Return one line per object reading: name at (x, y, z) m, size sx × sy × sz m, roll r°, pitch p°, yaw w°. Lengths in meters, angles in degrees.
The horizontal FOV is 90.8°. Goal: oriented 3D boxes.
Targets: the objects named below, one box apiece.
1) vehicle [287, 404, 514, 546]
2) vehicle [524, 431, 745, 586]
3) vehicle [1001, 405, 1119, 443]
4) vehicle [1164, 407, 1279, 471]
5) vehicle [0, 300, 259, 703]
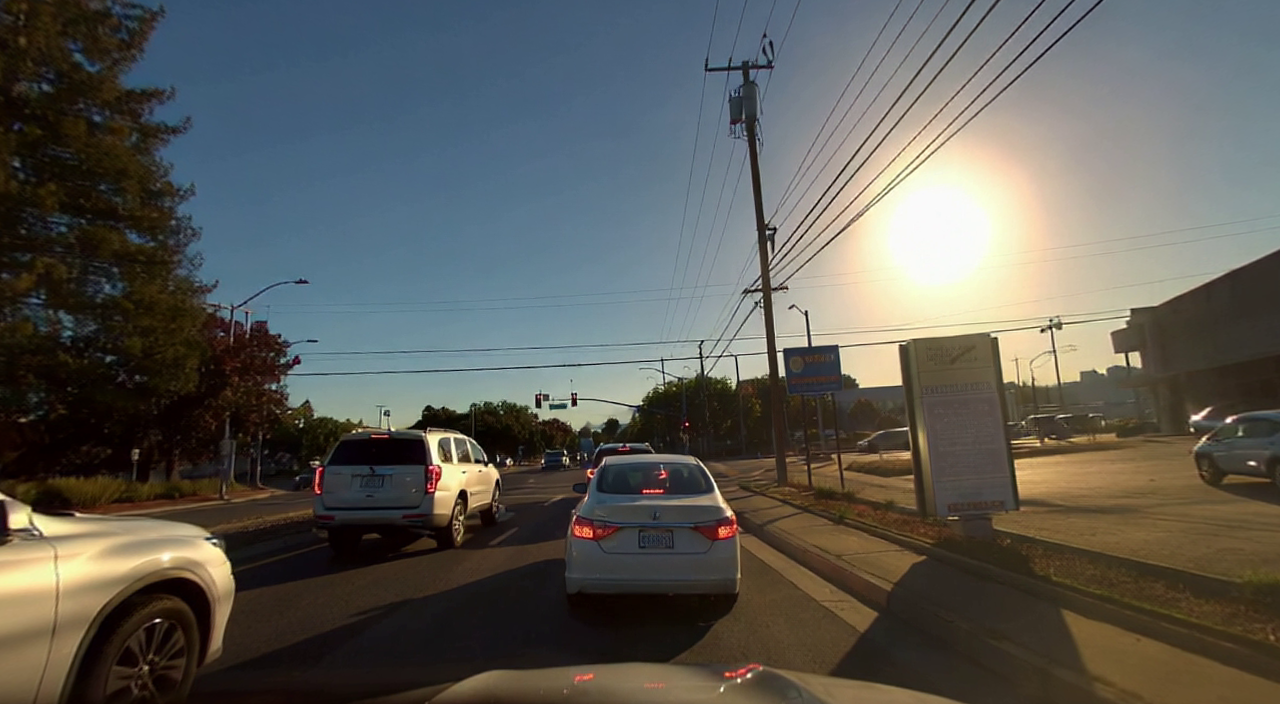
vehicle at (-3.849, 2.089, 11.372) m, size 2.147 × 1.963 × 4.927 m, roll 0°, pitch -8°, yaw 0°
vehicle at (-0.098, 1.804, 8.144) m, size 2.121 × 1.474 × 3.968 m, roll 0°, pitch -8°, yaw -1°
vehicle at (26.818, 4.642, 40.514) m, size 5.782 × 2.286 × 2.223 m, roll -1°, pitch -9°, yaw 5°
vehicle at (17.019, 2.545, 18.283) m, size 1.858 × 1.622 × 4.491 m, roll -5°, pitch -10°, yaw 28°
vehicle at (-3.592, 0.632, 1.535) m, size 2.085 × 1.943 × 5.053 m, roll 0°, pitch -8°, yaw 1°
